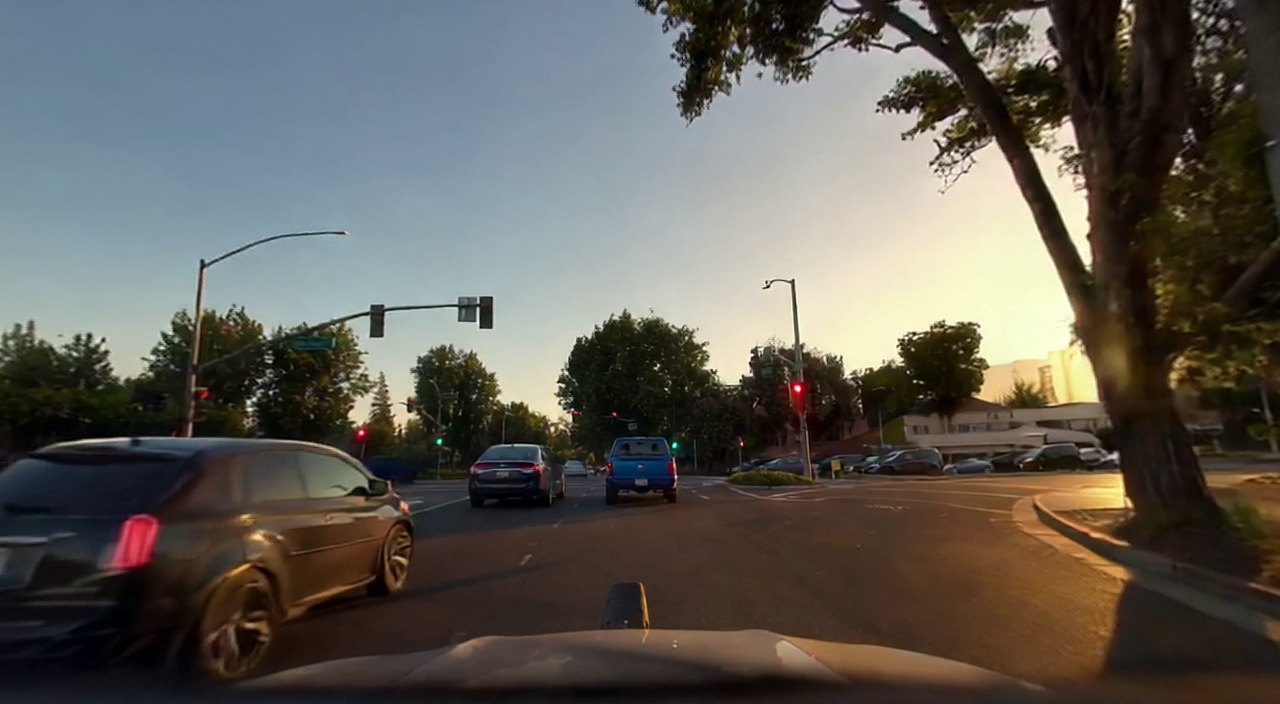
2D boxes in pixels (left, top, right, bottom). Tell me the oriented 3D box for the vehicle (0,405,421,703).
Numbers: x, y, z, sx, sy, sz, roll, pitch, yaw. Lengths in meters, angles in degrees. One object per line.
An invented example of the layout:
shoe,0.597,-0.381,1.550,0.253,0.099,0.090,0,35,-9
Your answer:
vehicle,-3.165,1.252,4.459,1.960,1.528,3.490,0,-8,0

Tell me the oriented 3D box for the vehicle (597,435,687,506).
vehicle,0.032,3.136,17.137,2.163,1.678,3.846,0,-8,0

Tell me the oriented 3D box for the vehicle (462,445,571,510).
vehicle,-3.093,3.221,16.783,2.013,1.474,4.393,0,-8,0

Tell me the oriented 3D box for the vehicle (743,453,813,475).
vehicle,10.771,8.820,49.498,4.875,1.473,2.077,-2,-12,-2

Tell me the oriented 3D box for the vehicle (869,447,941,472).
vehicle,20.890,8.489,49.771,4.585,1.681,2.140,-3,-10,0

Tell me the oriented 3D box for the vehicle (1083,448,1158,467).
vehicle,37.938,8.315,49.795,4.525,1.468,1.839,1,-9,-5

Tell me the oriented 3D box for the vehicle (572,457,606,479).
vehicle,-3.663,8.406,45.778,2.101,1.443,4.367,0,-8,0

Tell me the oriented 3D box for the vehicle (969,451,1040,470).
vehicle,28.828,8.581,49.953,4.365,1.448,1.928,0,-9,0
